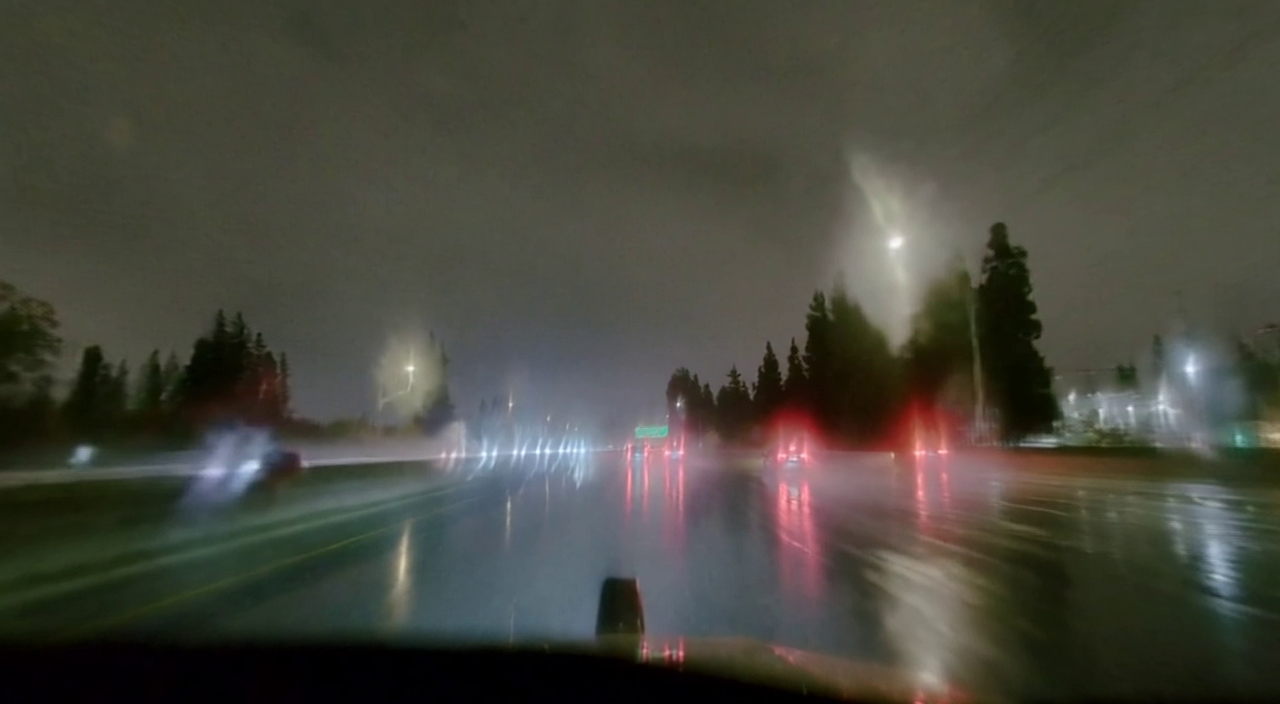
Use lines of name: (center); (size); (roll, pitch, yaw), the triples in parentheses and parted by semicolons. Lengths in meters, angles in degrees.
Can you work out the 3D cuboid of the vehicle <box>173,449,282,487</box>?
vehicle: (-17.306, 4.851, 26.772); (1.670, 1.346, 4.259); (0, -8, 1)
